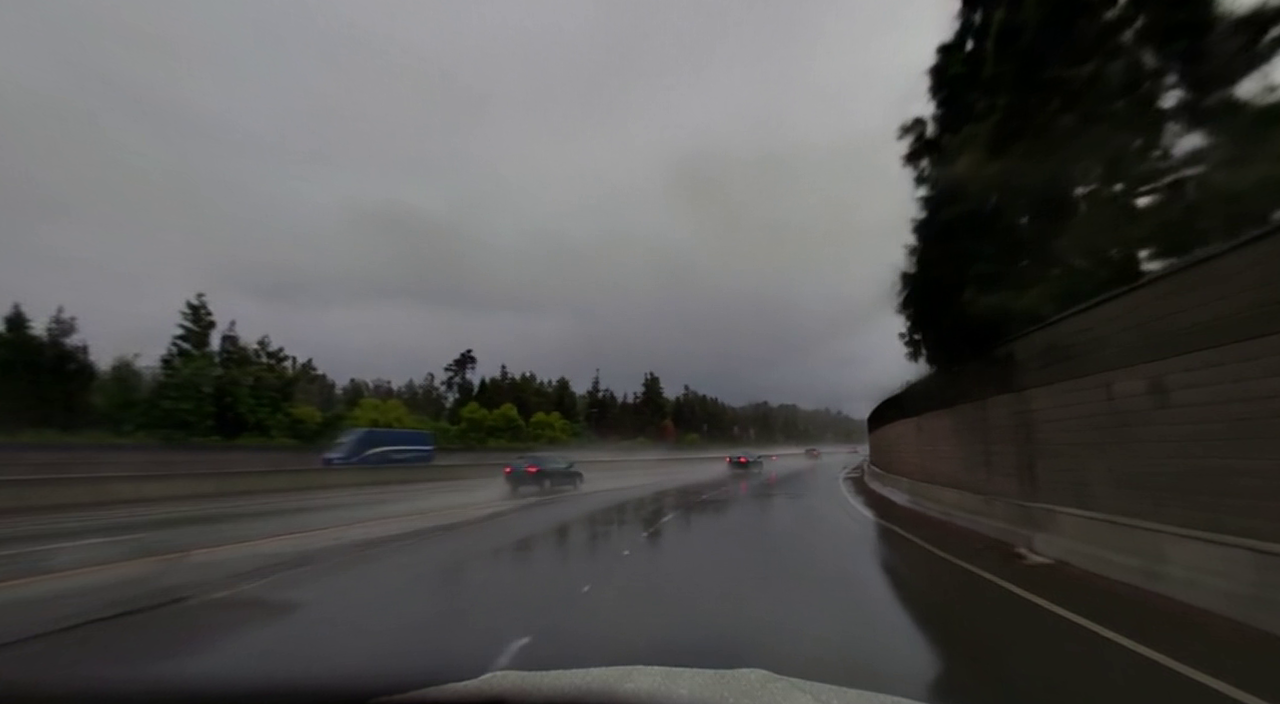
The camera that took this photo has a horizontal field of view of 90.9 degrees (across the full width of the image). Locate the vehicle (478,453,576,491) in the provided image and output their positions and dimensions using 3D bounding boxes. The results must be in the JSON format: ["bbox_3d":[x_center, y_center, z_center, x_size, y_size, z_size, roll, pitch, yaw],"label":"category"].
[{"bbox_3d":[-4.703,5.100,27.178,1.699,1.461,4.924,-4,-10,23],"label":"vehicle"}]

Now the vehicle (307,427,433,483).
[{"bbox_3d":[-16.217,6.249,38.519,2.561,3.028,7.213,-4,-10,23],"label":"vehicle"}]
